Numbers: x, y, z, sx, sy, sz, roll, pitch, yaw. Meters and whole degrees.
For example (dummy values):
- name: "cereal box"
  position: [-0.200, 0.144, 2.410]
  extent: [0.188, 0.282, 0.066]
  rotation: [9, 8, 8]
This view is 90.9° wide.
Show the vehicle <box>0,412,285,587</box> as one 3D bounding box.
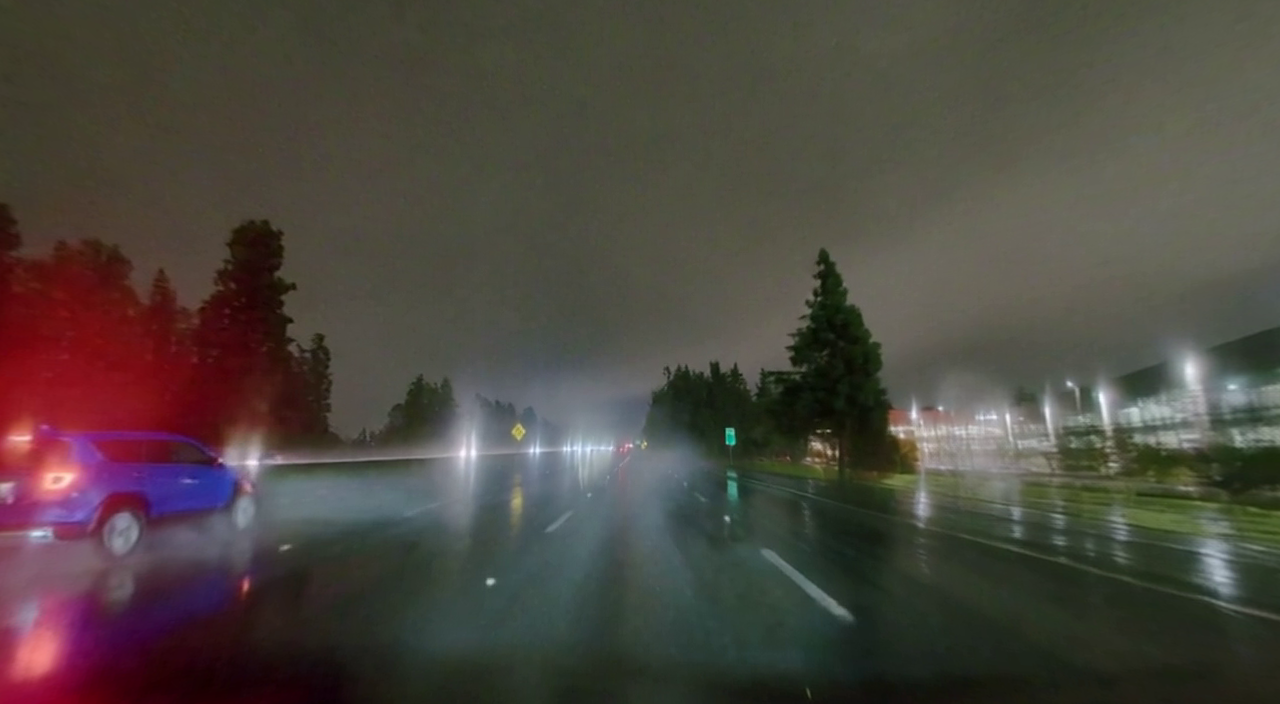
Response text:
- name: "vehicle"
  position: [-7.312, 1.793, 8.609]
  extent: [2.148, 1.709, 4.678]
  rotation: [0, -8, 1]
